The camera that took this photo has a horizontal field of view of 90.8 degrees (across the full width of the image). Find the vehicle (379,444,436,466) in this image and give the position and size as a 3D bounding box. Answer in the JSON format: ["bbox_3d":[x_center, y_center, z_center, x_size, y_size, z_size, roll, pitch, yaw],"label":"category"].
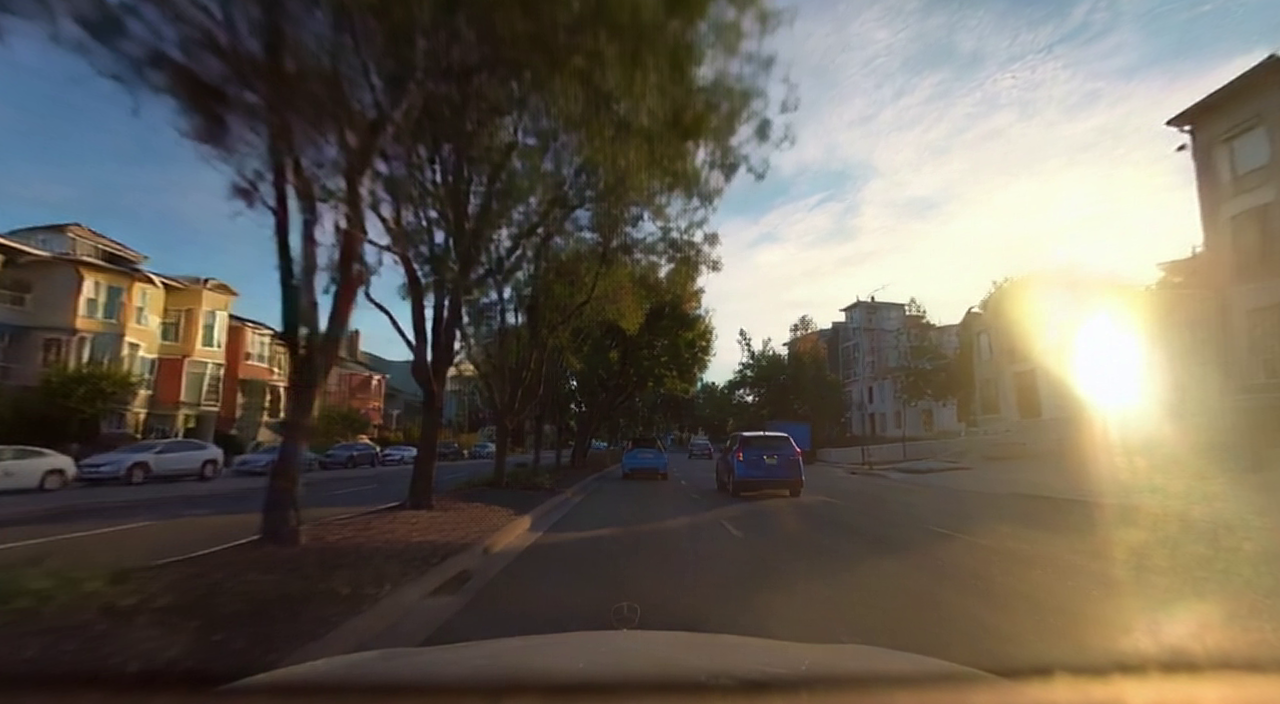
[{"bbox_3d":[-17.222,7.730,47.128,2.008,1.487,5.078,-2,-10,4],"label":"vehicle"}]

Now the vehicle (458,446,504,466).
[{"bbox_3d":[-12.215,8.011,48.717,1.884,1.454,4.858,-1,-9,5],"label":"vehicle"}]

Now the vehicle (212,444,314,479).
[{"bbox_3d":[-18.539,5.442,31.359,1.961,1.556,4.791,-2,-10,2],"label":"vehicle"}]

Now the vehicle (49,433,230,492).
[{"bbox_3d":[-18.587,4.178,23.965,2.195,1.894,5.489,-2,-10,3],"label":"vehicle"}]

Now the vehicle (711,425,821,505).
[{"bbox_3d":[3.142,2.944,16.802,2.033,1.823,4.409,0,-9,0],"label":"vehicle"}]

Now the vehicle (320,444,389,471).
[{"bbox_3d":[-18.101,6.748,40.332,2.010,1.609,4.549,-1,-10,3],"label":"vehicle"}]

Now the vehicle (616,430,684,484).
[{"bbox_3d":[0.409,4.003,24.313,2.345,1.841,5.032,0,-9,2],"label":"vehicle"}]
